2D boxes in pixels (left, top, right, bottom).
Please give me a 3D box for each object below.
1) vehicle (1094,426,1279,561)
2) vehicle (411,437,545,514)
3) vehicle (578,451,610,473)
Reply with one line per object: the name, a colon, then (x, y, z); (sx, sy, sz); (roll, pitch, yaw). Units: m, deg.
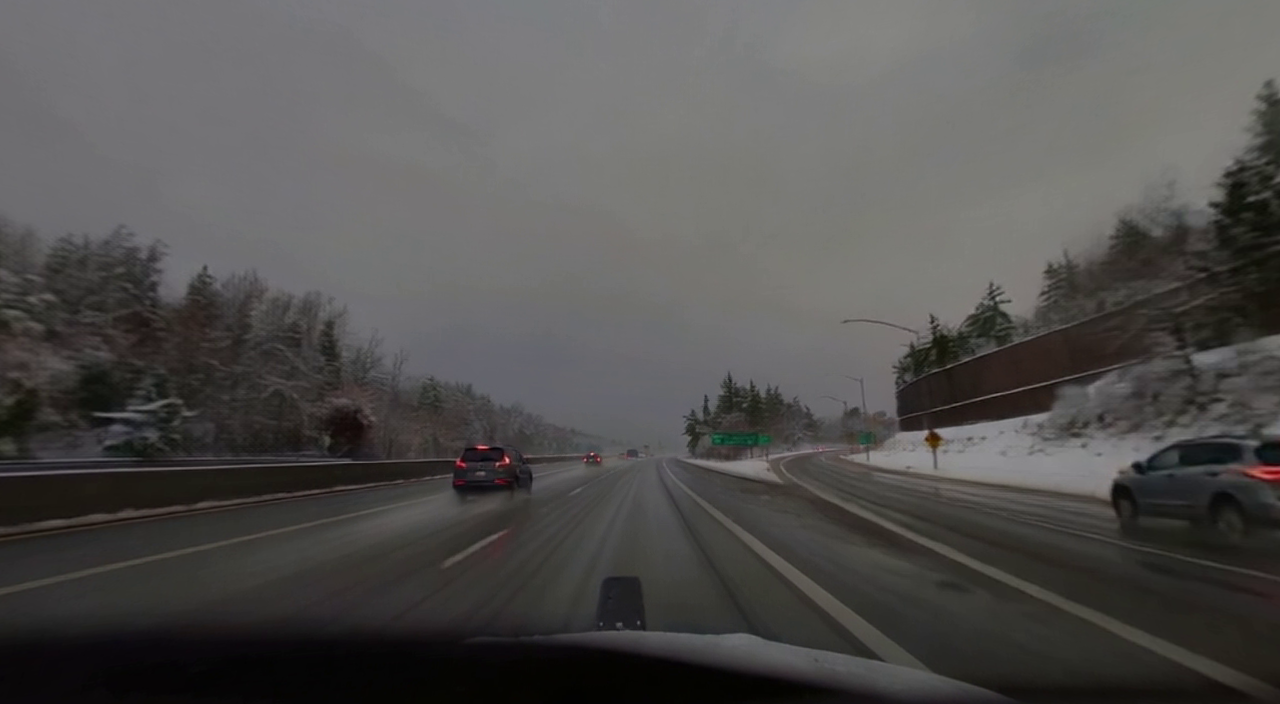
vehicle: (8.543, 1.797, 8.253); (2.020, 1.548, 4.715); (-1, -9, 6)
vehicle: (-3.911, 3.075, 16.156); (2.263, 1.696, 4.321); (0, -9, 0)
vehicle: (-3.403, 8.149, 46.902); (1.997, 1.540, 3.906); (0, -9, 1)
